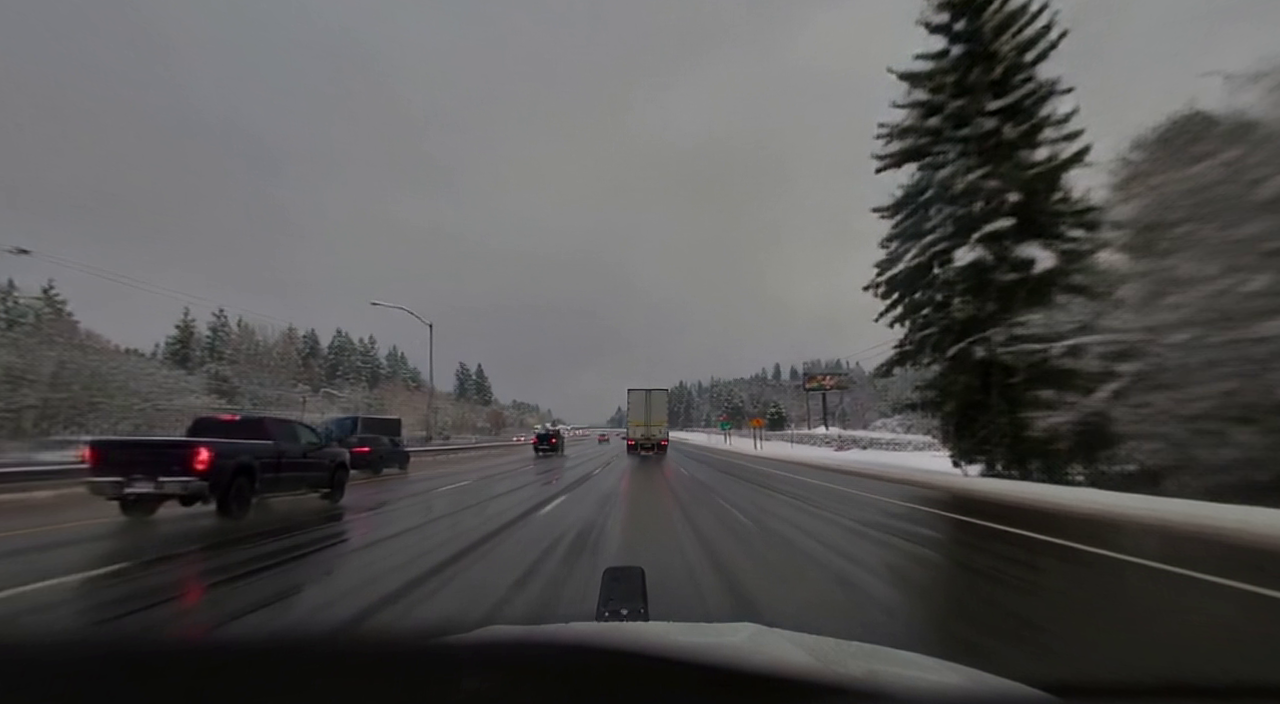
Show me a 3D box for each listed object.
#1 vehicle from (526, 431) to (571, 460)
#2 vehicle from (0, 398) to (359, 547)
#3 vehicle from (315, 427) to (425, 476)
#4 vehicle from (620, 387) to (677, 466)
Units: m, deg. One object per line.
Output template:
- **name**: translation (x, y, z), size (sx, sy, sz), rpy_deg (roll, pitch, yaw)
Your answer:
- **vehicle**: translation (-6.466, 6.685, 45.301), size (2.263, 1.936, 5.802), rpy_deg (0, -8, 1)
- **vehicle**: translation (-7.059, 1.889, 10.601), size (2.197, 1.847, 5.364), rpy_deg (0, -8, 0)
- **vehicle**: translation (-10.776, 4.025, 25.719), size (2.010, 1.766, 5.365), rpy_deg (0, -8, 1)
- **vehicle**: translation (0.649, 4.607, 37.979), size (2.879, 4.027, 11.243), rpy_deg (0, -8, 2)
